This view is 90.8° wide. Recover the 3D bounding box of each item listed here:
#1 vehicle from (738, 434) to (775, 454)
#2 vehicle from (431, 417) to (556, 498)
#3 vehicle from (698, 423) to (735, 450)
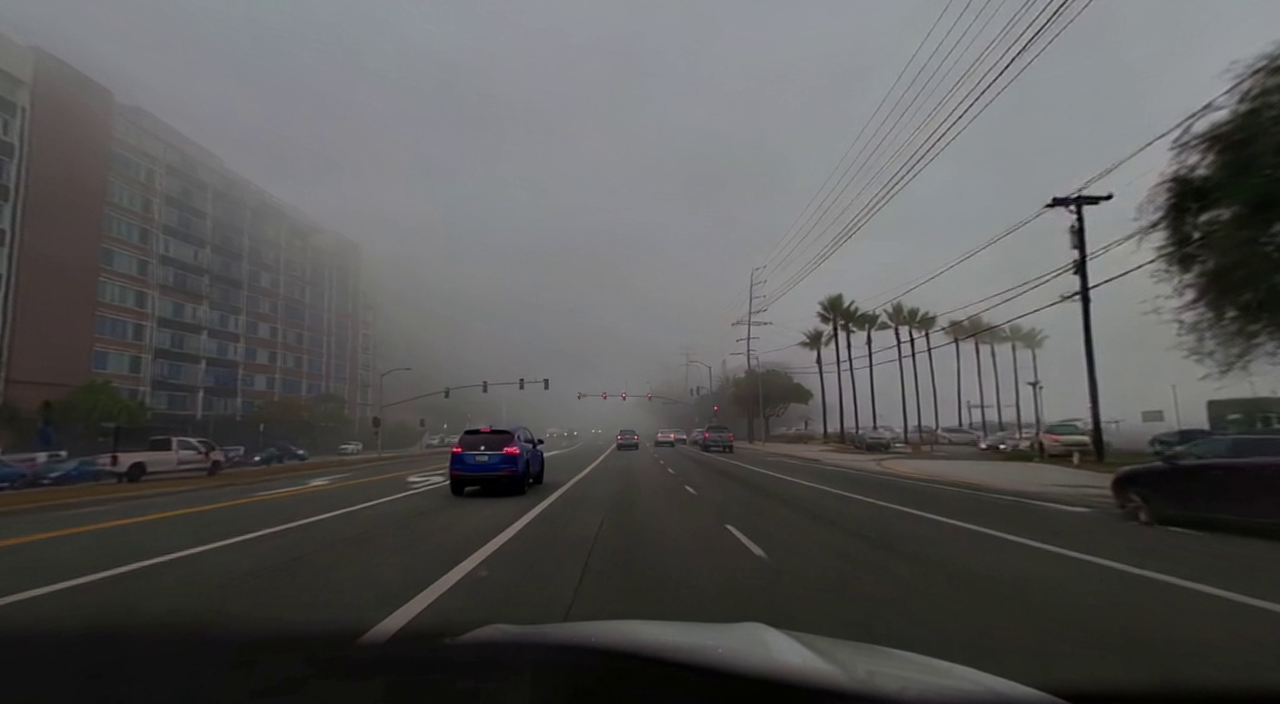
[{"bbox_3d":[8.439,6.726,46.224,1.897,1.390,4.391,0,-8,1],"label":"vehicle"},{"bbox_3d":[-3.529,2.660,16.207,2.136,1.779,4.417,0,-8,0],"label":"vehicle"},{"bbox_3d":[5.890,6.677,49.389,2.130,1.979,5.310,0,-8,-1],"label":"vehicle"}]
